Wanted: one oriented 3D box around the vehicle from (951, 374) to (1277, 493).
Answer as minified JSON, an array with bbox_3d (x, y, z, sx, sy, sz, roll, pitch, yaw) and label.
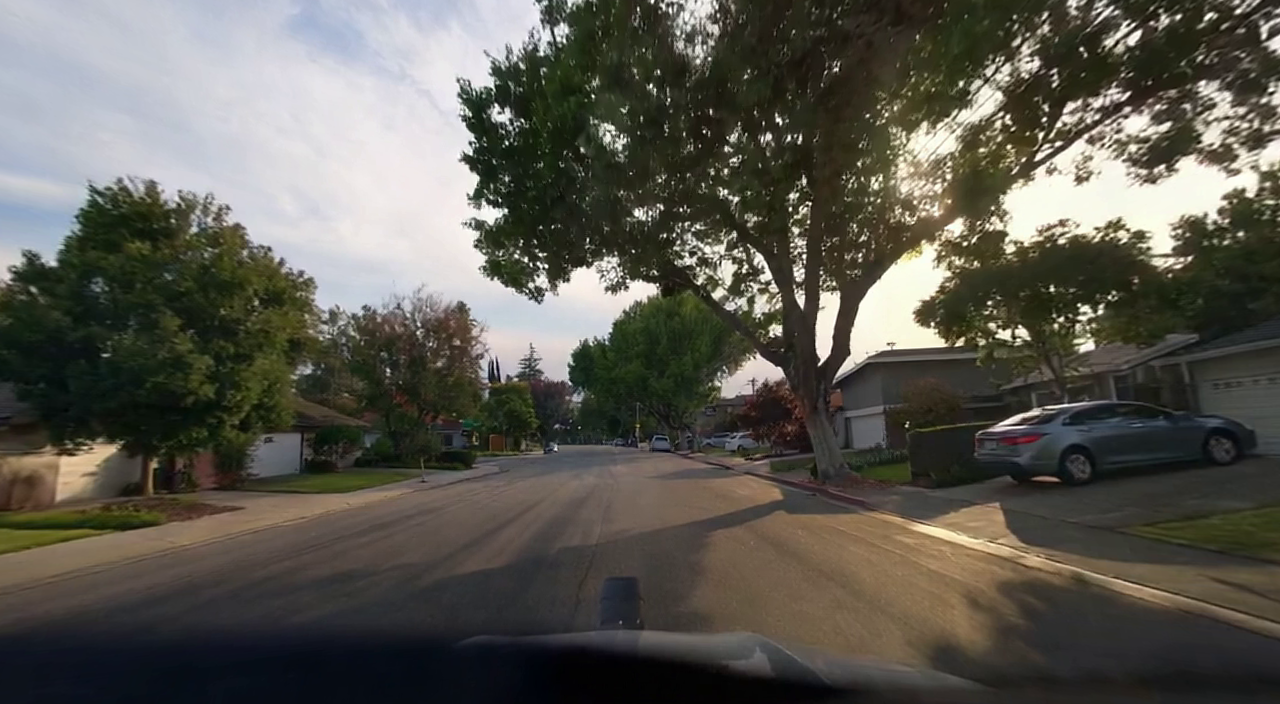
[{"bbox_3d":[10.365,1.831,14.199,5.307,1.940,2.412,-5,-8,-4],"label":"vehicle"}]
